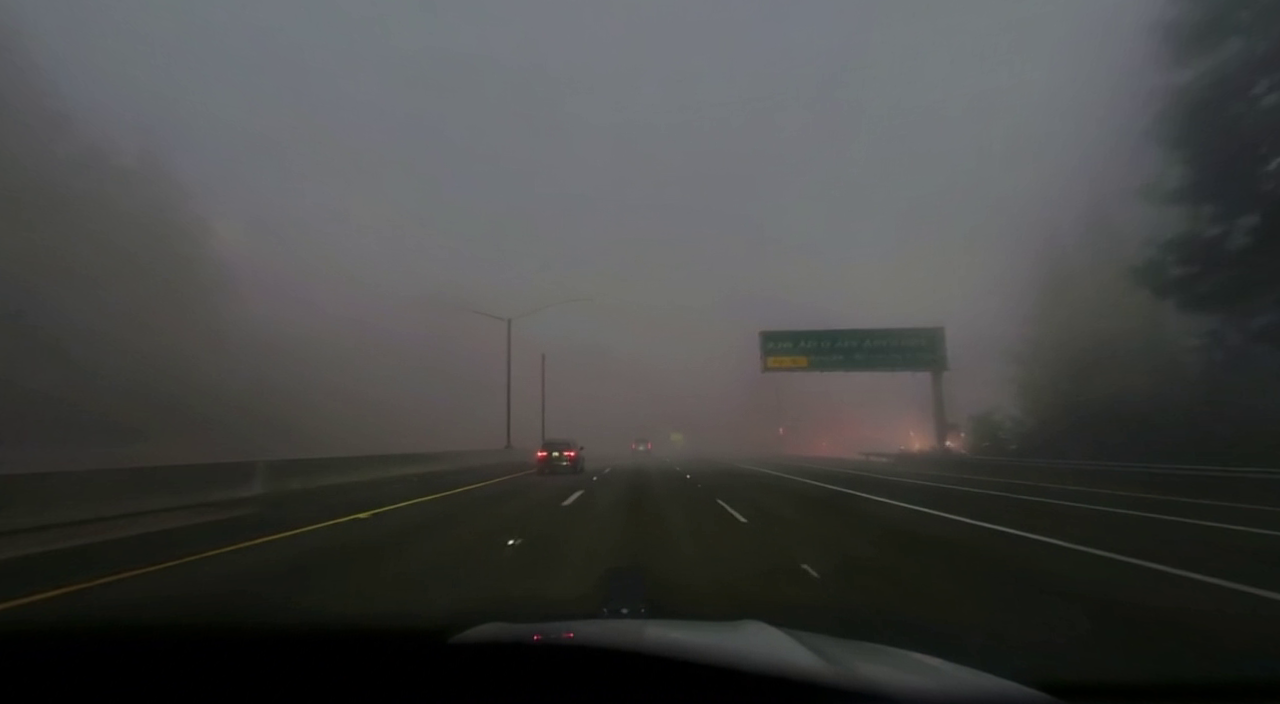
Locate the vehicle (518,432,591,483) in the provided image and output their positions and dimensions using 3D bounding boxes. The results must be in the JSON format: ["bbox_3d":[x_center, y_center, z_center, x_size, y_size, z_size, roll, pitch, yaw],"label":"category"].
[{"bbox_3d":[-3.054,3.885,23.494,2.072,1.706,4.359,0,-8,1],"label":"vehicle"}]
